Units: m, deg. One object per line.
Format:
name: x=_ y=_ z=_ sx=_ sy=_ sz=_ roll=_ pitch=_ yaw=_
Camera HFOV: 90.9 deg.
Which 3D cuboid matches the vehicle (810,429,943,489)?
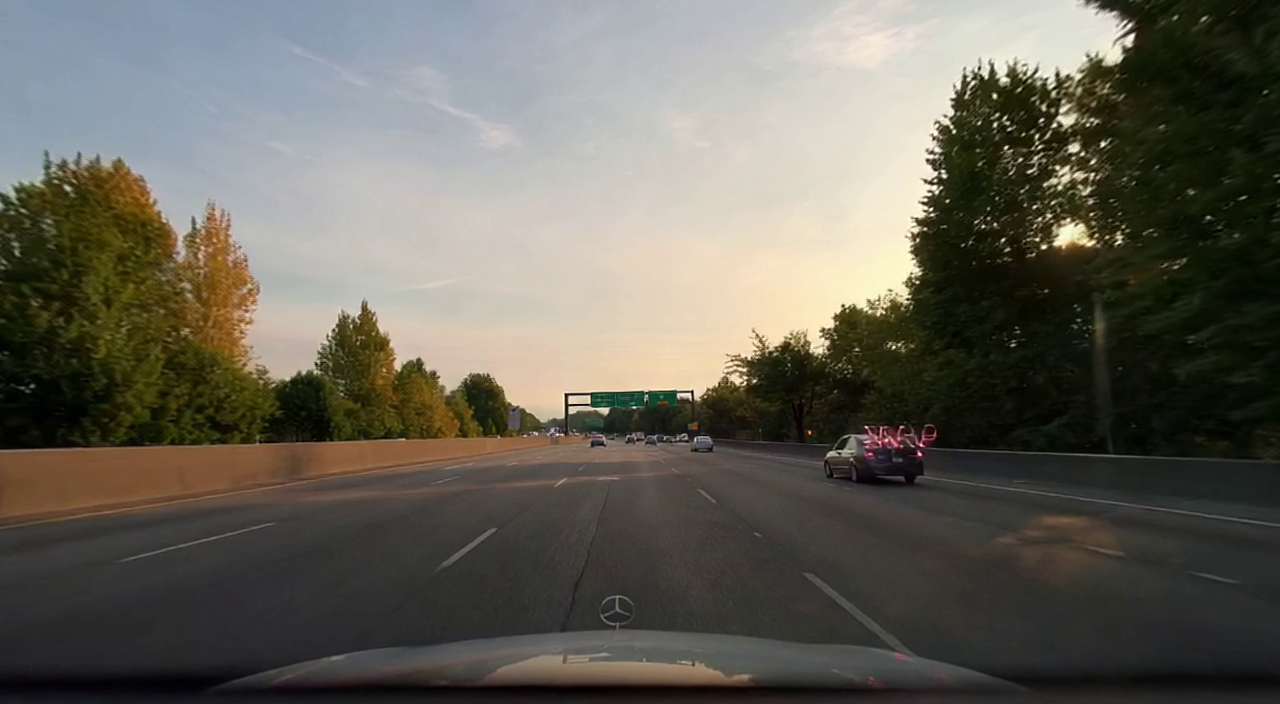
vehicle: x=6.770 y=3.088 z=18.719 sx=2.034 sy=1.511 sz=4.785 roll=0 pitch=-8 yaw=-1
